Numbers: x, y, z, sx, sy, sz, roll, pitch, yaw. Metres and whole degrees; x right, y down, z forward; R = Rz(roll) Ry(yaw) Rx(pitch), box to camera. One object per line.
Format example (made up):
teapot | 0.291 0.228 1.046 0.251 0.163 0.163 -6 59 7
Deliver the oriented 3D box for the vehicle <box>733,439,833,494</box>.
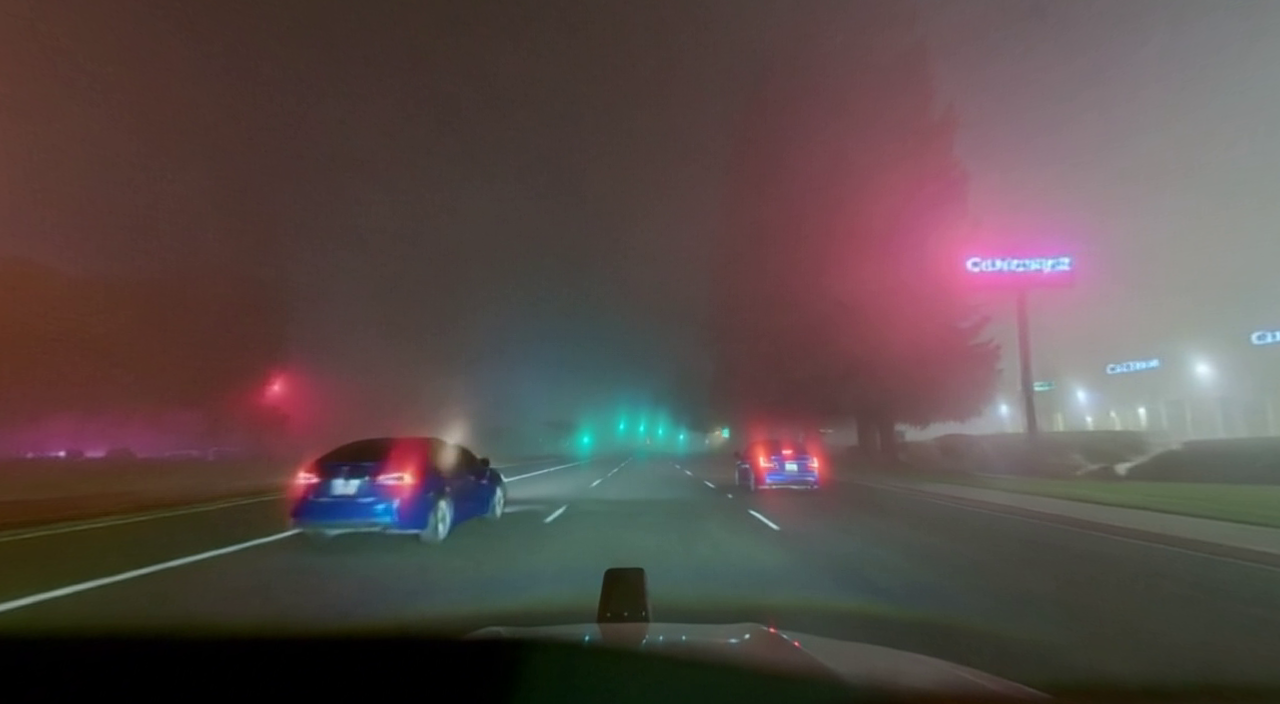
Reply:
vehicle | 4.215 3.433 19.323 1.977 1.474 4.399 0 -8 -1

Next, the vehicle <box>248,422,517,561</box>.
vehicle | -3.256 1.852 9.099 2.001 1.504 4.212 0 -8 2
